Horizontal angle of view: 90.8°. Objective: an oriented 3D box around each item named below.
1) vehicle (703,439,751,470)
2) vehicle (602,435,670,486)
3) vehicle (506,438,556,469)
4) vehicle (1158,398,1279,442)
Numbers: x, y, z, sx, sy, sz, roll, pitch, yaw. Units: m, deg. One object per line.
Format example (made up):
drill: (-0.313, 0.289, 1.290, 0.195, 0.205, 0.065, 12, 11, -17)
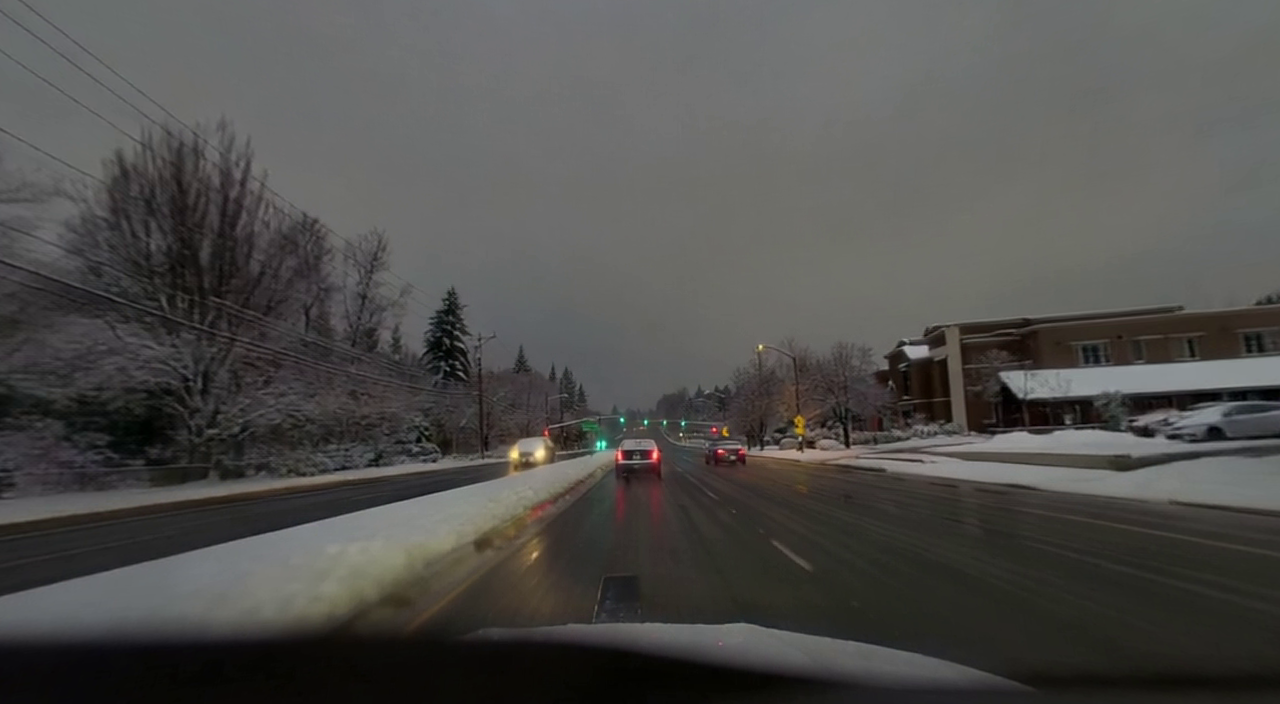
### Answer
vehicle: (4.787, 5.694, 35.319, 1.987, 1.613, 4.081, 0, -9, -1)
vehicle: (-0.110, 3.803, 22.485, 2.181, 1.639, 4.127, 0, -9, 1)
vehicle: (-6.562, 6.181, 38.611, 2.174, 1.802, 4.591, 0, -9, 0)
vehicle: (22.502, 2.525, 23.580, 4.531, 1.432, 1.949, -3, -9, -1)
